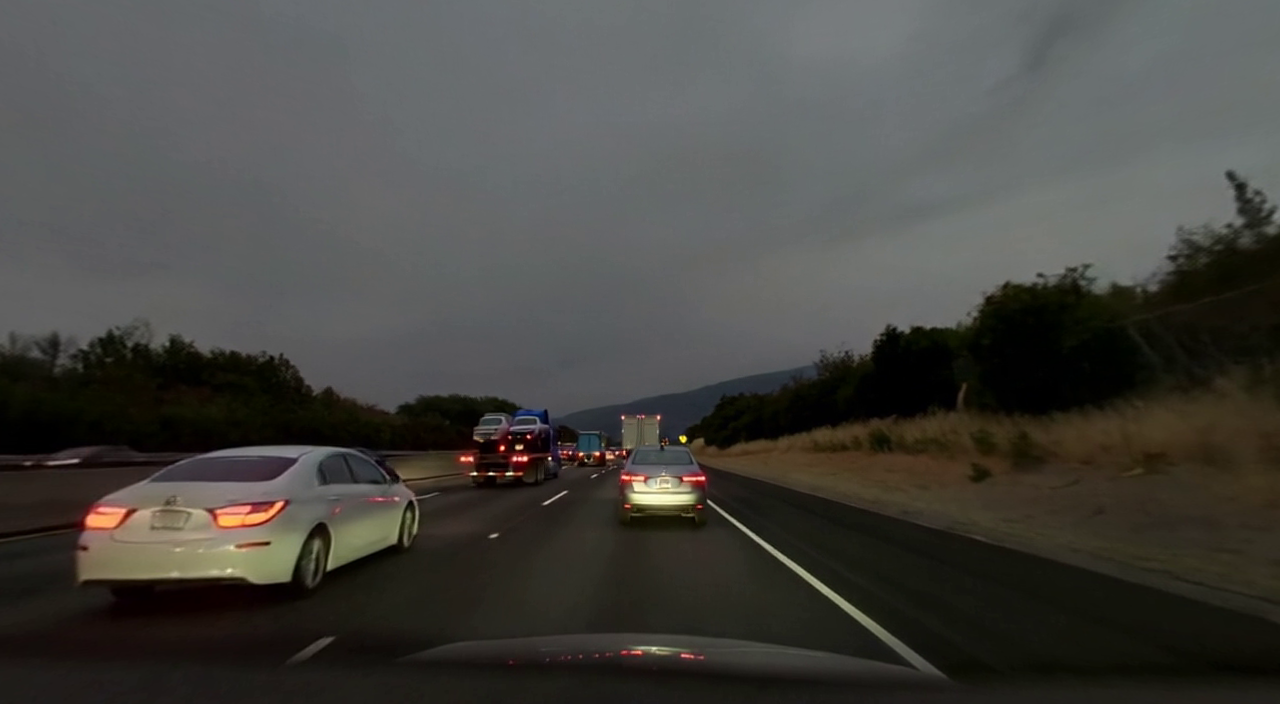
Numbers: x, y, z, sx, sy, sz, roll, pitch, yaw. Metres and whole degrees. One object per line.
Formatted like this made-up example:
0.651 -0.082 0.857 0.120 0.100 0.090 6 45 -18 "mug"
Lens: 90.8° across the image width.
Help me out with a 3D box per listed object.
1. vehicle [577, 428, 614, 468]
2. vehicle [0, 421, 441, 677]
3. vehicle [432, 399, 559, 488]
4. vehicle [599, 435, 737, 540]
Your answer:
-3.218 7.149 46.885 2.289 2.710 6.726 0 -9 0 "vehicle"
-3.660 1.499 6.002 1.947 1.470 4.526 0 -9 2 "vehicle"
-2.878 1.980 13.541 2.031 1.594 4.103 1 -9 -4 "vehicle"
0.408 2.240 10.928 1.991 1.507 3.391 0 -9 0 "vehicle"
